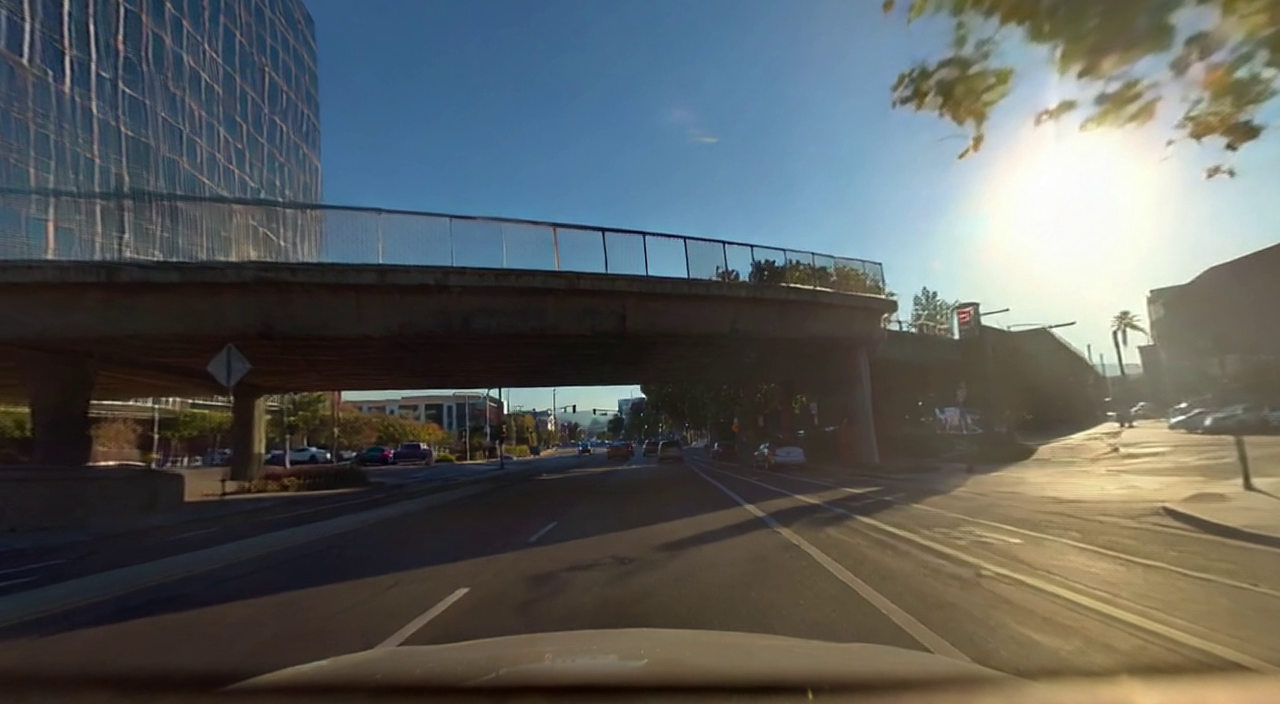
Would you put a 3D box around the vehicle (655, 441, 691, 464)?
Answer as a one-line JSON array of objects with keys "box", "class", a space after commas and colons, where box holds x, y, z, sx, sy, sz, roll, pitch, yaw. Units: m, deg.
[{"box": [2.180, 6.811, 43.013, 2.280, 1.475, 4.051, 0, -8, 1], "class": "vehicle"}]

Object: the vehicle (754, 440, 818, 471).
[{"box": [7.158, 5.143, 31.475, 2.035, 1.435, 4.481, 0, -8, -1], "class": "vehicle"}]
